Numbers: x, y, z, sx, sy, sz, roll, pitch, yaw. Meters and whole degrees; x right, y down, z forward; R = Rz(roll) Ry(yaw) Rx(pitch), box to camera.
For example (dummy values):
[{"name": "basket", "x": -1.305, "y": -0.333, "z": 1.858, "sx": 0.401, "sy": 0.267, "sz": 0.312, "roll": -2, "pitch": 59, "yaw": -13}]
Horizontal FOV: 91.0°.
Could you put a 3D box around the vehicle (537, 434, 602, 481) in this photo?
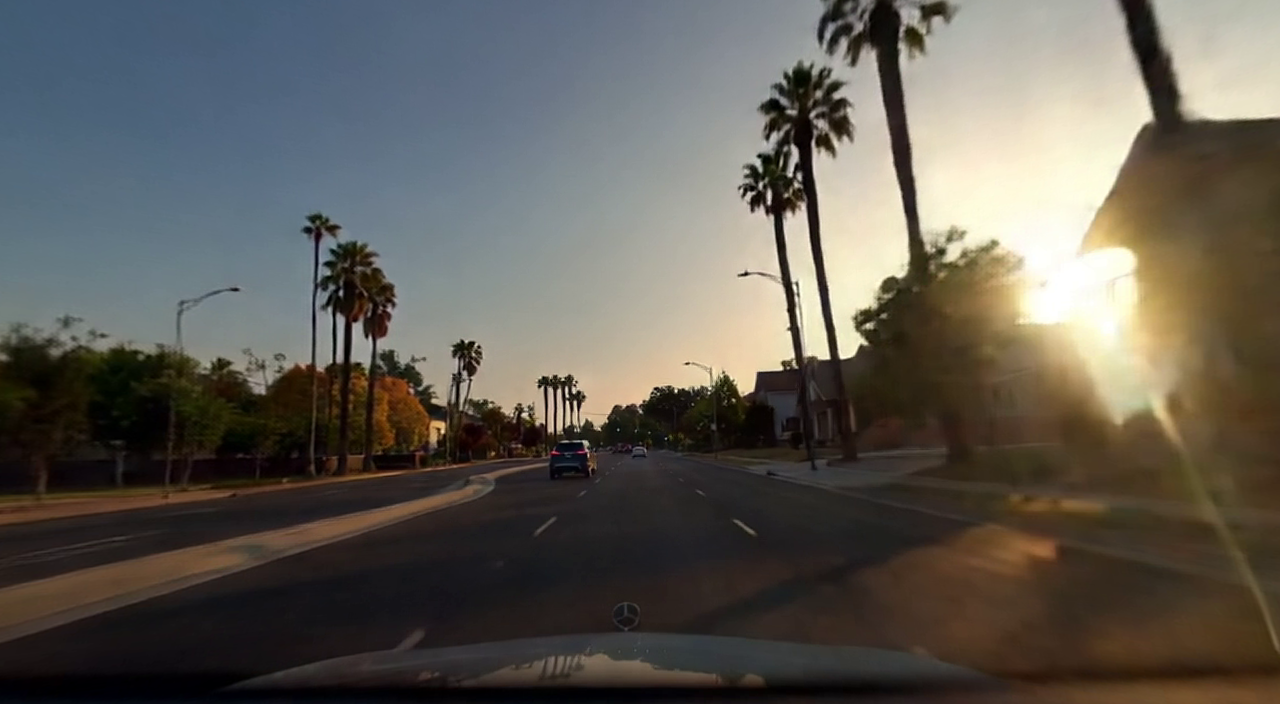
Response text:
[{"name": "vehicle", "x": -3.158, "y": 4.923, "z": 29.672, "sx": 2.370, "sy": 1.968, "sz": 5.698, "roll": 0, "pitch": -9, "yaw": 0}]
